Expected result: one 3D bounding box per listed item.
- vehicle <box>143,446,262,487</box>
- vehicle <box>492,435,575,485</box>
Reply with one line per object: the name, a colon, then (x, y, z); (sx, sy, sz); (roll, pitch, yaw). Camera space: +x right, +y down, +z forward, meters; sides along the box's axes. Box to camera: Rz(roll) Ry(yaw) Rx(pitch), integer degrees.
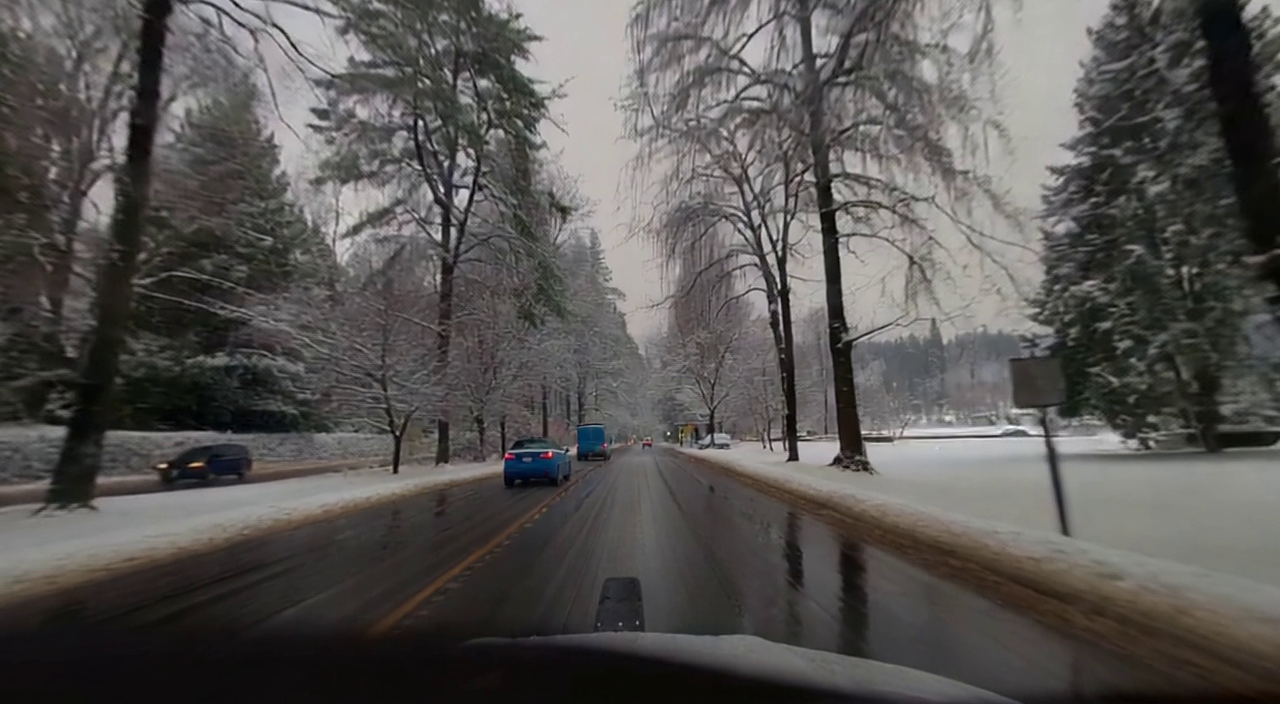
vehicle: (-19.164, 4.992, 27.989); (1.965, 1.636, 4.561); (0, -8, 1)
vehicle: (-3.418, 3.540, 21.015); (2.009, 1.473, 4.028); (0, -8, 1)
